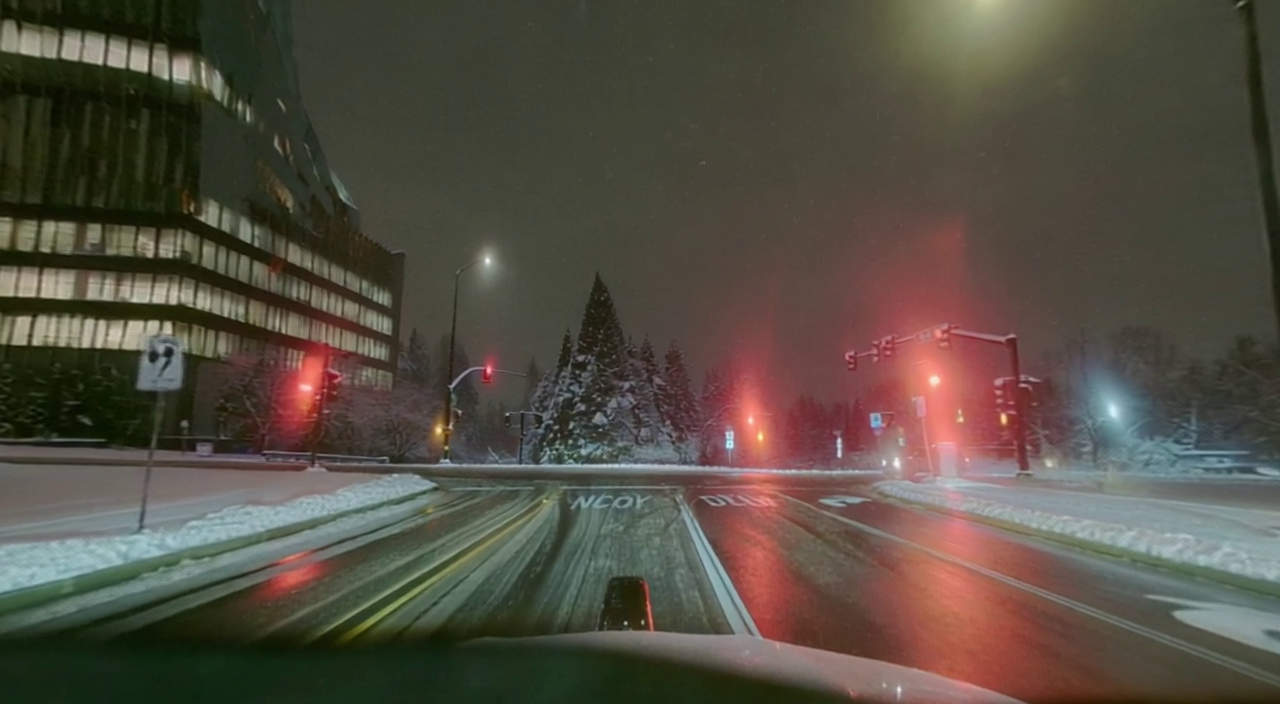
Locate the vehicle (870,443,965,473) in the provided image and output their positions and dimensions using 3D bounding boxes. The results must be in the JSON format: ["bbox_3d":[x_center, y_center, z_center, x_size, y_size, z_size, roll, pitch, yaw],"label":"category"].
[{"bbox_3d":[16.454,6.288,37.541,4.715,1.671,2.030,0,-8,0],"label":"vehicle"}]
